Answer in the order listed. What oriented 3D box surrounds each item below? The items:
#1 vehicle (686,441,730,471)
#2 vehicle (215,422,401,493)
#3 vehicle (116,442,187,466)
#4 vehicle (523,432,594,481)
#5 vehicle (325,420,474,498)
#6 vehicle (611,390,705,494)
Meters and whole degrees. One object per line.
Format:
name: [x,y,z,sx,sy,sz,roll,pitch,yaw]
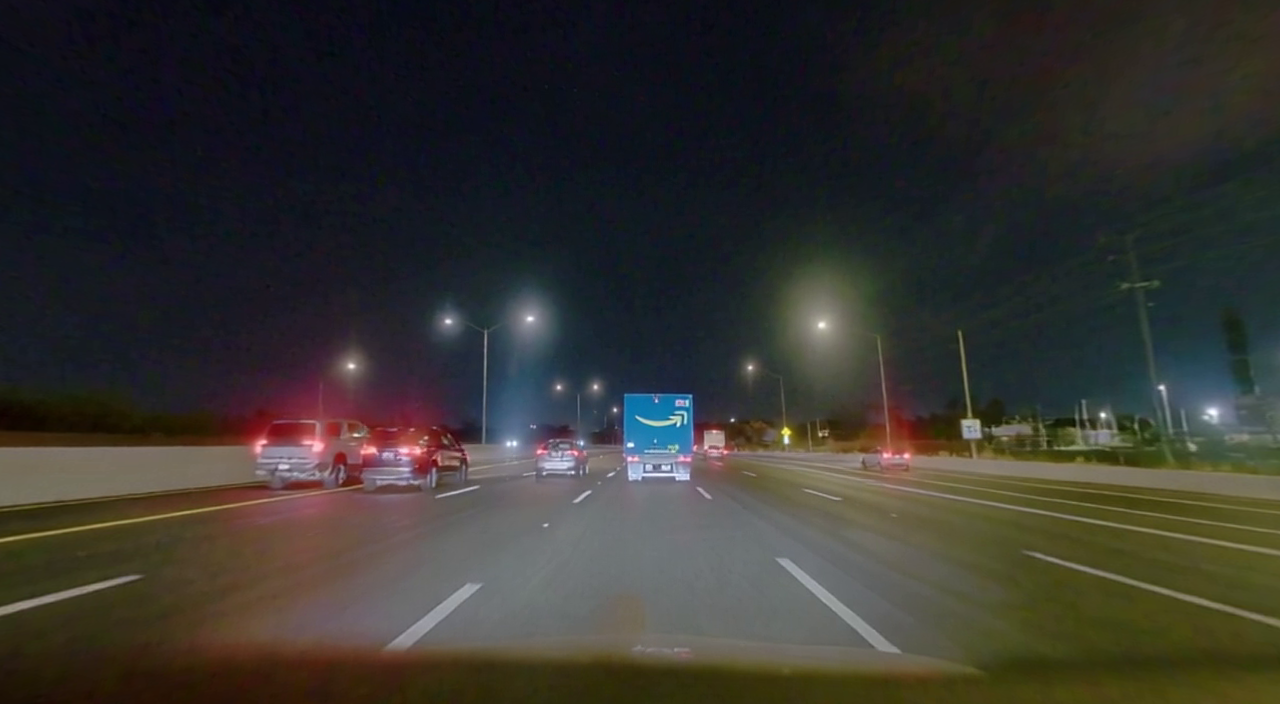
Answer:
vehicle: [3.620,5.624,34.274,1.970,1.499,4.491,0,-9,1]
vehicle: [-10.026,3.267,19.895,2.454,1.857,6.221,0,-9,0]
vehicle: [-31.783,6.627,41.100,1.623,1.459,3.672,0,-9,2]
vehicle: [-3.010,4.001,24.238,2.095,1.688,4.188,0,-9,1]
vehicle: [-6.436,2.945,17.677,2.101,1.858,5.071,0,-9,1]
vehicle: [0.455,2.808,19.626,2.456,2.705,6.251,0,-9,0]
